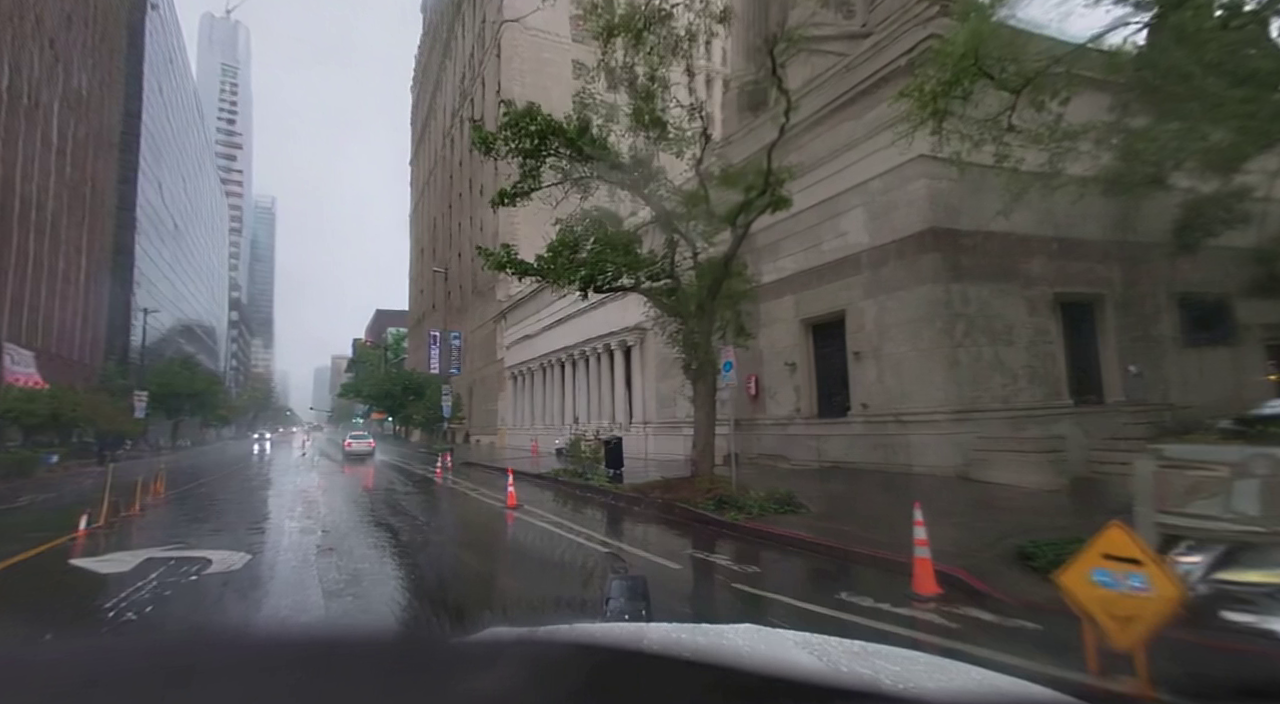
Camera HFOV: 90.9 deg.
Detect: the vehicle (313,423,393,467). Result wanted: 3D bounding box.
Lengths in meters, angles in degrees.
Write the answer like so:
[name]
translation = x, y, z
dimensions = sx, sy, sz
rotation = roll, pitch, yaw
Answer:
[vehicle]
translation = -10.926, 3.532, 23.800
dimensions = 2.216, 1.492, 4.725
rotation = 5, -10, -29
